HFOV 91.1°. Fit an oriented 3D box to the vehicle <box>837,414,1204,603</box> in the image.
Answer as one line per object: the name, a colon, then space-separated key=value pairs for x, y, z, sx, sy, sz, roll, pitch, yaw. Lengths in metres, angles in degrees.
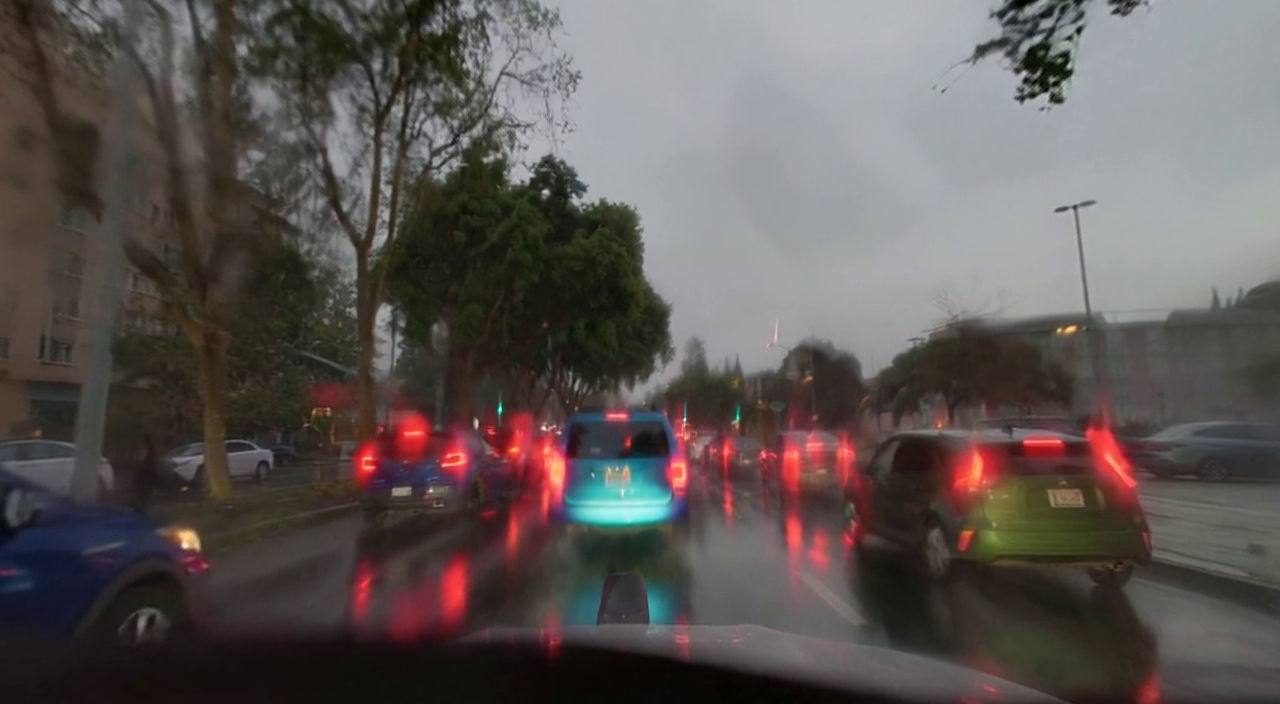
vehicle: x=3.778 y=1.586 z=7.227 sx=1.847 sy=1.554 sz=3.885 roll=0 pitch=-8 yaw=2

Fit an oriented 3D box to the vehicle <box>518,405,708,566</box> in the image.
vehicle: x=-0.237 y=1.724 z=8.806 sx=2.022 sy=1.700 sz=4.084 roll=0 pitch=-8 yaw=1

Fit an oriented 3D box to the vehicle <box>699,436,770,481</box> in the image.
vehicle: x=3.340 y=3.848 z=23.004 sx=1.948 sy=1.475 sz=4.093 roll=0 pitch=-8 yaw=0

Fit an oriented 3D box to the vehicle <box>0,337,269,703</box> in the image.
vehicle: x=-3.448 y=0.720 z=1.779 sx=2.047 sy=1.710 sz=4.314 roll=0 pitch=-8 yaw=1

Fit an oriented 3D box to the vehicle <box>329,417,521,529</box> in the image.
vehicle: x=-3.736 y=2.189 z=11.904 sx=2.012 sy=1.701 sz=4.316 roll=0 pitch=-8 yaw=1
